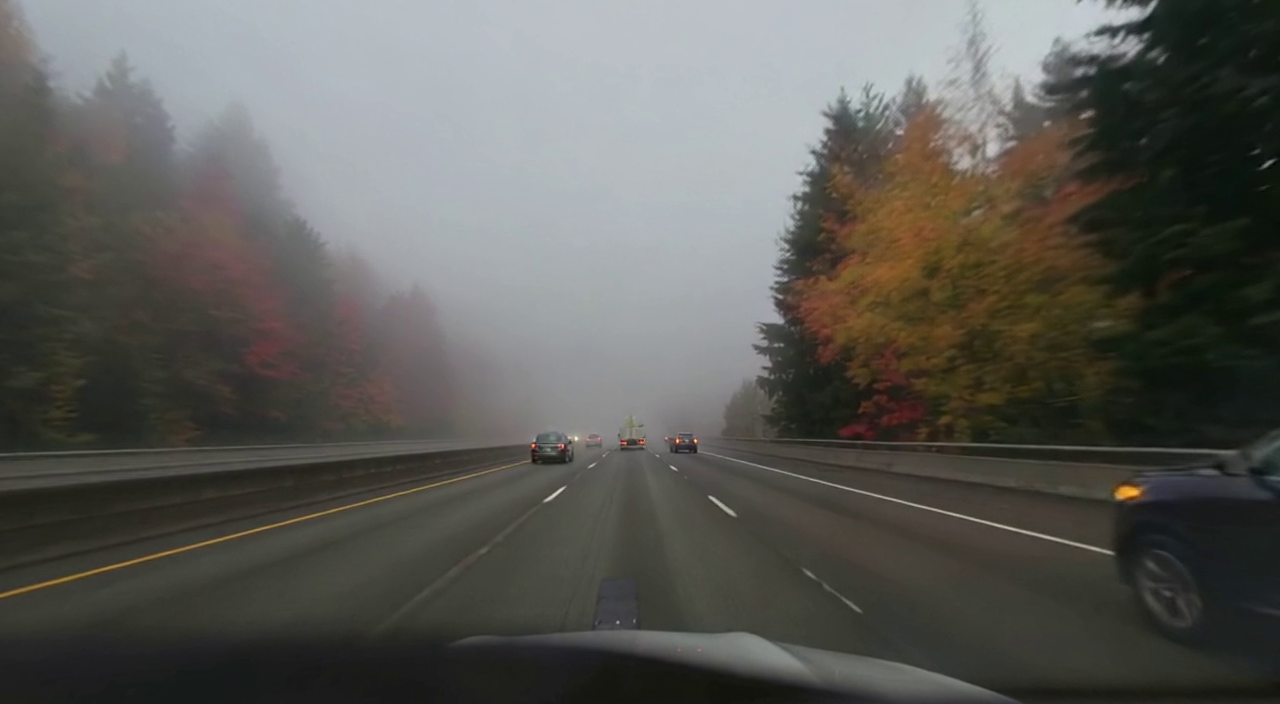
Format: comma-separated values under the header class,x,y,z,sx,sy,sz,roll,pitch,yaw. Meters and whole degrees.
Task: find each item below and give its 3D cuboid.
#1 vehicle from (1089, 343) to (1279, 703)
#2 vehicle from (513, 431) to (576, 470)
class,x,y,z,sx,sy,sz,roll,pitch,yaw
vehicle,3.929,0.663,1.842,1.962,1.680,4.298,0,-8,-1
vehicle,-3.878,4.056,26.169,2.027,1.501,3.920,0,-8,-1
